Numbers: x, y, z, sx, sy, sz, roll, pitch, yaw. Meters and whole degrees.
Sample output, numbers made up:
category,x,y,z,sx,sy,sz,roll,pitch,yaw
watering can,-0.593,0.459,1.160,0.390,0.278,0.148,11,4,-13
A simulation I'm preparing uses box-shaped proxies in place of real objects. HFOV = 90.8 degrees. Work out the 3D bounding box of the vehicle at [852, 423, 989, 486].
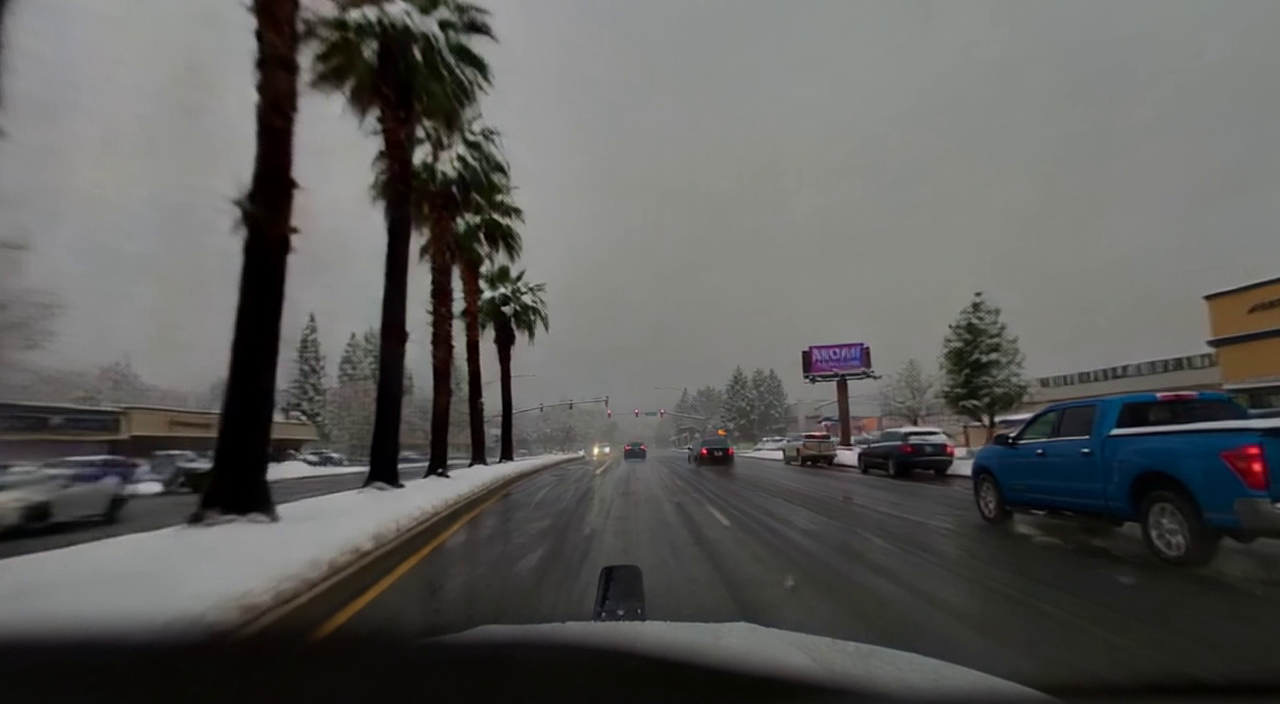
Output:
category,x,y,z,sx,sy,sz,roll,pitch,yaw
vehicle,10.420,3.890,24.208,2.417,2.061,5.980,0,-9,-1

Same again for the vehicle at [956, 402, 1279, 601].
category,x,y,z,sx,sy,sz,roll,pitch,yaw
vehicle,6.294,1.598,7.632,2.140,1.606,5.437,0,-9,0

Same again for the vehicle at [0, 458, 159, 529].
category,x,y,z,sx,sy,sz,roll,pitch,yaw
vehicle,-15.324,3.522,16.144,2.174,1.509,4.958,-1,-9,0

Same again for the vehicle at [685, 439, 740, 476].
category,x,y,z,sx,sy,sz,roll,pitch,yaw
vehicle,3.231,4.828,29.076,1.889,1.541,4.303,0,-9,-2

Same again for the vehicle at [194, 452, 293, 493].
category,x,y,z,sx,sy,sz,roll,pitch,yaw
vehicle,-19.004,5.772,30.580,1.913,1.679,4.543,-3,-9,0
